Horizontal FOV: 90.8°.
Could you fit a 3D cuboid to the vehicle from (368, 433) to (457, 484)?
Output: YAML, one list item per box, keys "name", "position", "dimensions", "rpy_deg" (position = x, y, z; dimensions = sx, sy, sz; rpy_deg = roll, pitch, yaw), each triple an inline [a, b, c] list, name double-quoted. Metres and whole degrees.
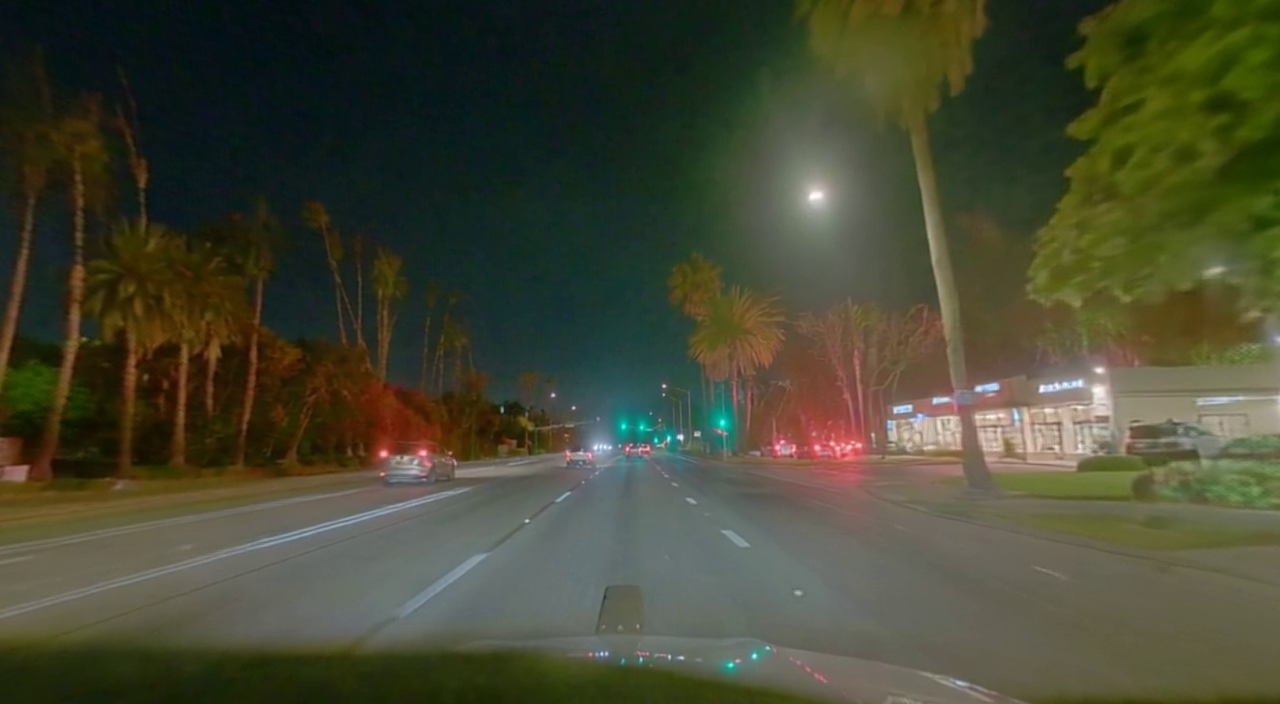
- name: "vehicle"
  position: [-8.596, 4.071, 24.362]
  dimensions: [2.022, 1.746, 4.406]
  rpy_deg: [0, -9, -4]

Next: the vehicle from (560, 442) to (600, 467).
- name: "vehicle"
  position: [-3.745, 6.446, 39.906]
  dimensions: [2.181, 1.483, 4.123]
  rpy_deg: [0, -9, -1]
